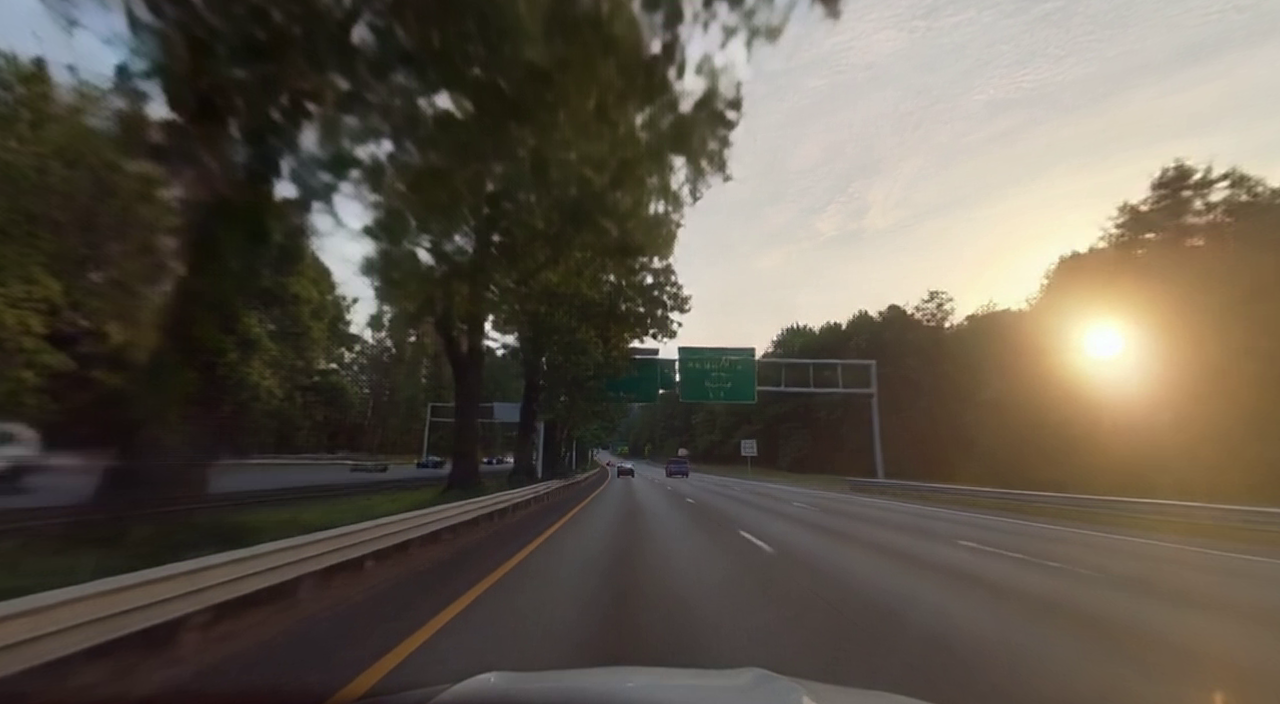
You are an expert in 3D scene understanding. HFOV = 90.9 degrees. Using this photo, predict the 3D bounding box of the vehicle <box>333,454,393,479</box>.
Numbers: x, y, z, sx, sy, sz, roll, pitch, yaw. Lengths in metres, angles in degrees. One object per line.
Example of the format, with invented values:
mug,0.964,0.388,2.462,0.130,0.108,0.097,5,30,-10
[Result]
vehicle,-18.363,7.619,41.983,1.966,1.552,4.329,1,-11,0
